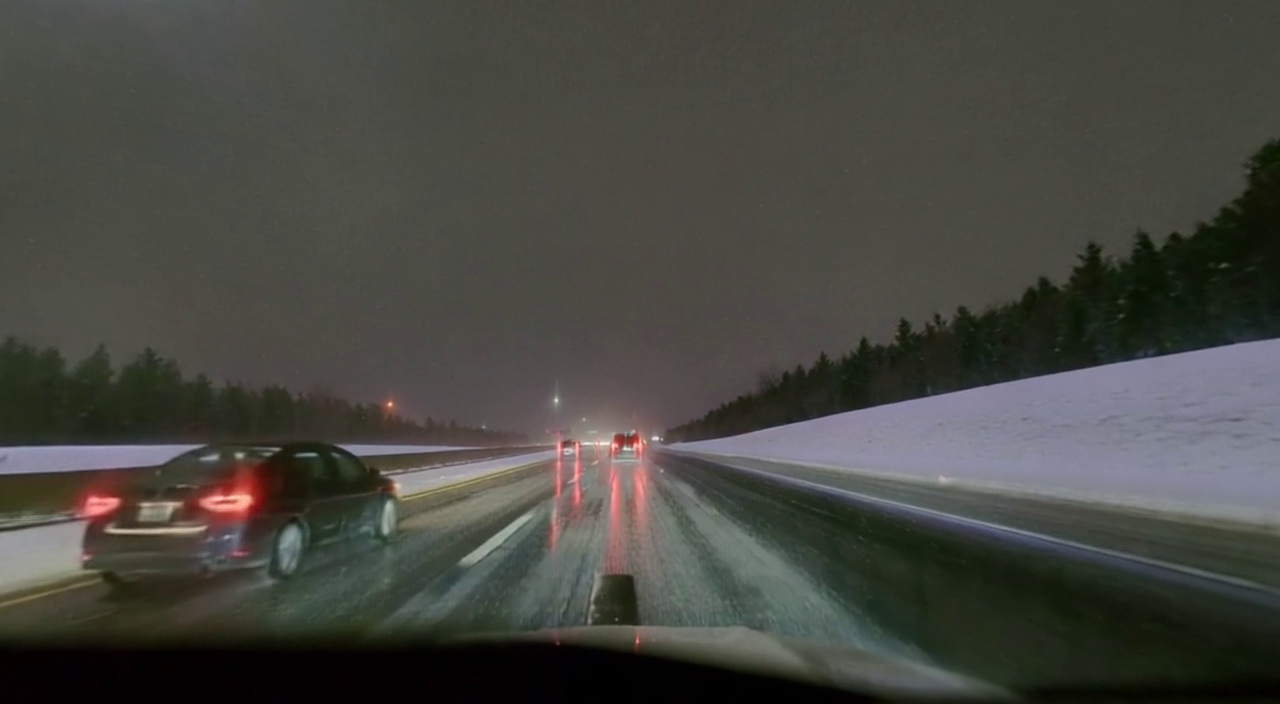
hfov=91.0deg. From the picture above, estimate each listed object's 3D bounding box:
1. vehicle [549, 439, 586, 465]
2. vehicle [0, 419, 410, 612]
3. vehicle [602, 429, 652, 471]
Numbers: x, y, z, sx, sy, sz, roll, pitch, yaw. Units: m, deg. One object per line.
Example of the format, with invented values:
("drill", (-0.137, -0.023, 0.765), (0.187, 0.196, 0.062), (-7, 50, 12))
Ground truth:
("vehicle", (-4.799, 6.657, 42.062), (2.039, 1.602, 4.317), (0, -8, -1))
("vehicle", (-4.267, 1.603, 7.083), (1.945, 1.550, 3.780), (0, -8, 0))
("vehicle", (-0.662, 4.939, 31.994), (2.382, 1.973, 4.439), (0, -8, -1))
